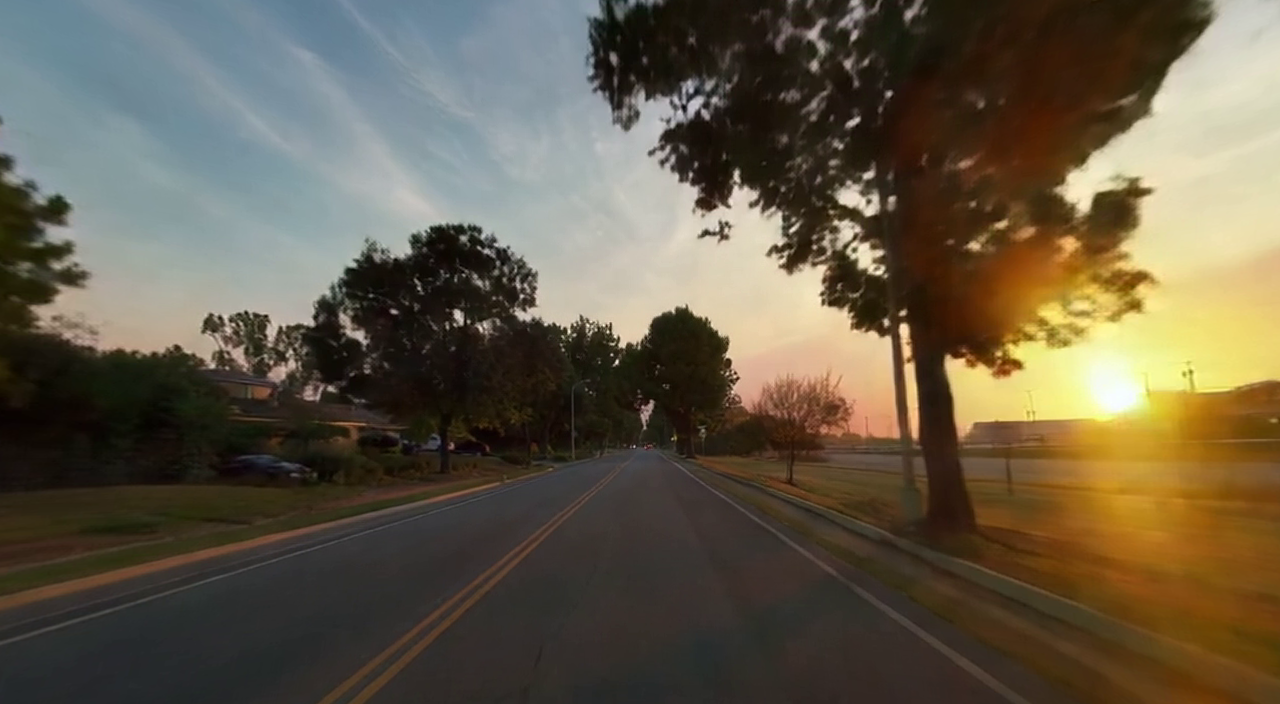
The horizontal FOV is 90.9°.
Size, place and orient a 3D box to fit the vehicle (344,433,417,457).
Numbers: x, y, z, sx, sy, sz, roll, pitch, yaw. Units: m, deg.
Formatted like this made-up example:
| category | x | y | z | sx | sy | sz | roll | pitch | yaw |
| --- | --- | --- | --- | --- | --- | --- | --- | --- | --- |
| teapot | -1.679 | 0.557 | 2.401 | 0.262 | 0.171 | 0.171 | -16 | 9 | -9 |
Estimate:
| category | x | y | z | sx | sy | sz | roll | pitch | yaw |
| --- | --- | --- | --- | --- | --- | --- | --- | --- | --- |
| vehicle | -19.903 | 7.157 | 48.565 | 4.640 | 1.765 | 2.242 | 0 | -9 | -3 |
